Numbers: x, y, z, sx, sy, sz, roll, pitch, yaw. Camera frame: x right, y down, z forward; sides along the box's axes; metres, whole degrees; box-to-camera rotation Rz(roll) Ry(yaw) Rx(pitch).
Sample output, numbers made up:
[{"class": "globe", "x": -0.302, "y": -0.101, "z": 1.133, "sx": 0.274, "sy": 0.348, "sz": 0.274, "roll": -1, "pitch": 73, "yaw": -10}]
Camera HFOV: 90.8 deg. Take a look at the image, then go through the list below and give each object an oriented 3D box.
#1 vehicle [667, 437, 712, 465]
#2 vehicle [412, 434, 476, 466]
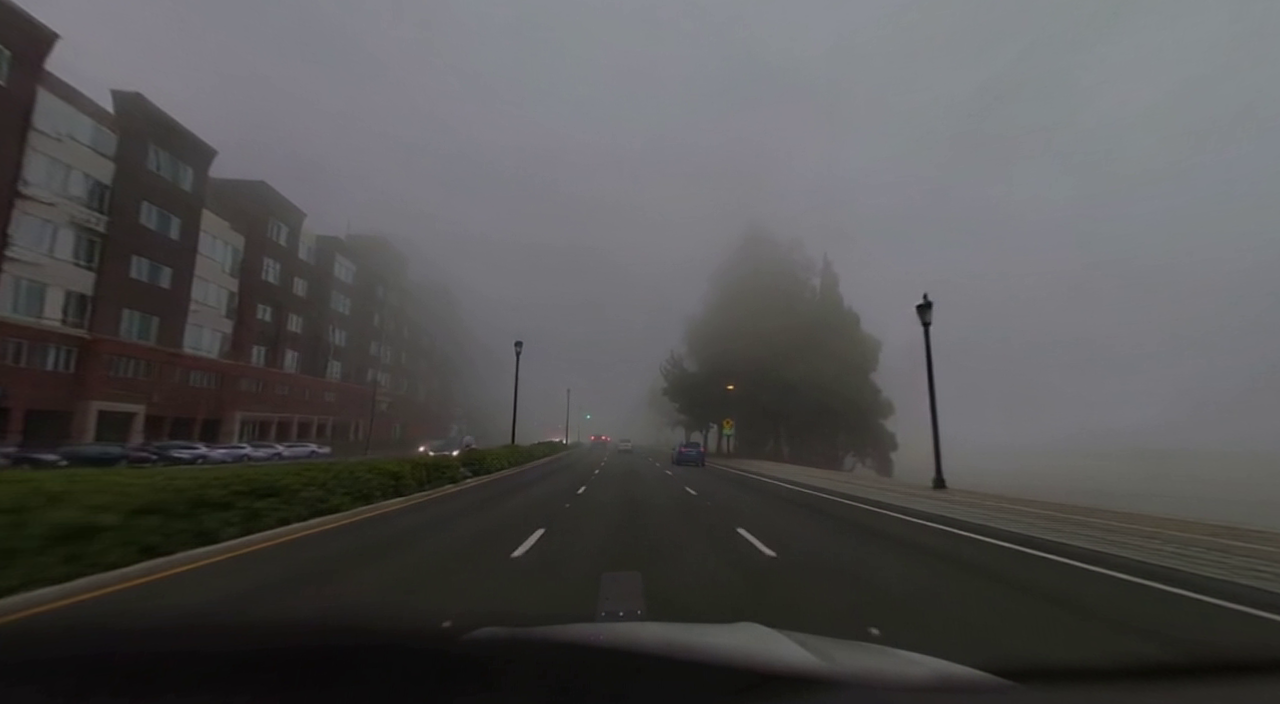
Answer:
[{"class": "vehicle", "x": 2.829, "y": 5.823, "z": 37.205, "sx": 2.090, "sy": 1.506, "sz": 4.382, "roll": 0, "pitch": -8, "yaw": -2}, {"class": "vehicle", "x": -9.846, "y": 4.960, "z": 32.104, "sx": 1.874, "sy": 1.520, "sz": 4.215, "roll": -1, "pitch": -8, "yaw": 1}]
